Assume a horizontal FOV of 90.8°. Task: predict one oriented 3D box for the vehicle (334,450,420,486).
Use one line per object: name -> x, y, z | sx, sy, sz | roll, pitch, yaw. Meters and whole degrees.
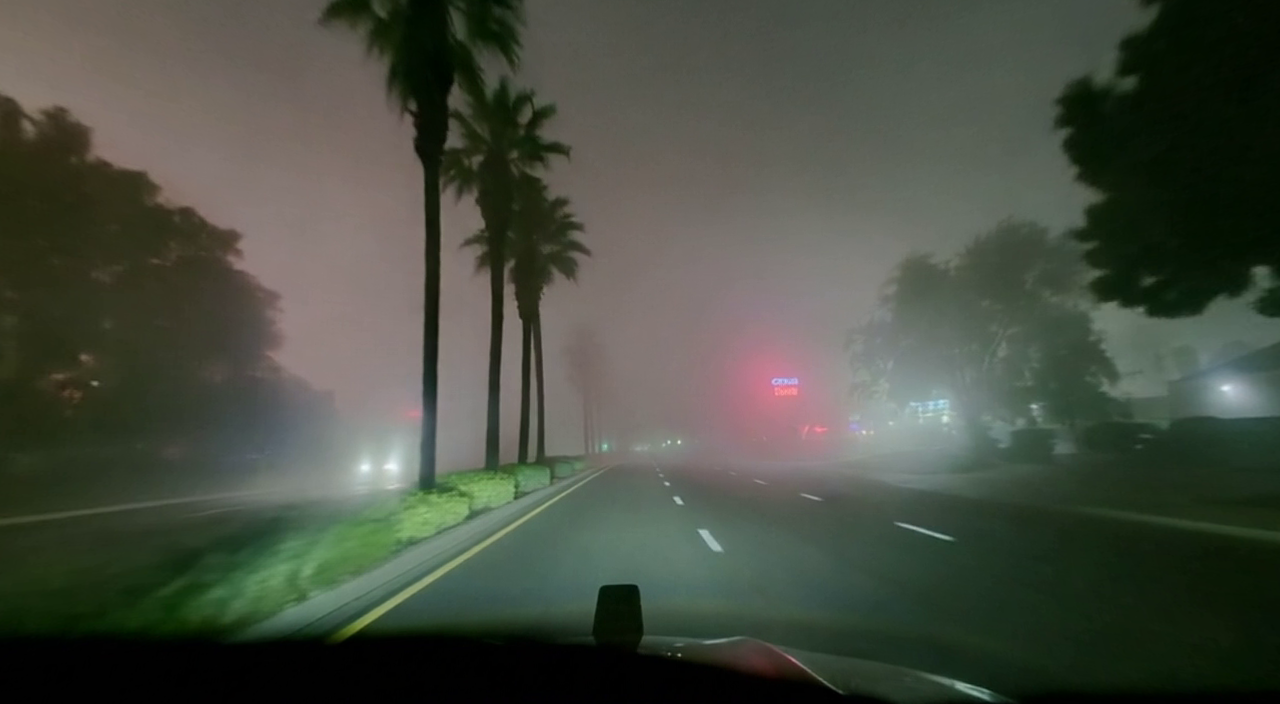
vehicle -> -12.091, 5.336, 29.429 | 2.015, 1.484, 4.651 | 0, -8, 0
